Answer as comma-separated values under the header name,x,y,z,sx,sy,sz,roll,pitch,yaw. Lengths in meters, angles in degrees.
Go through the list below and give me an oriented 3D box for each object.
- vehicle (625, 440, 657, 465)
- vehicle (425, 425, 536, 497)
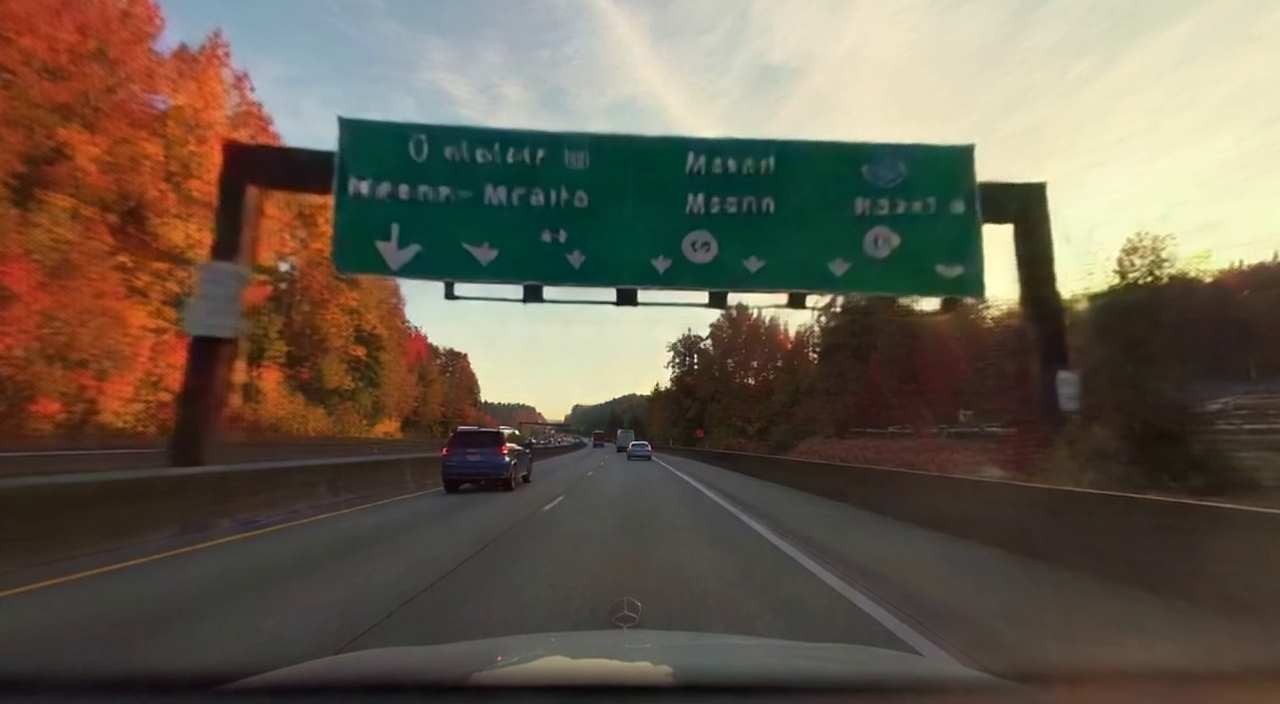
name,x,y,z,sx,sy,sz,roll,pitch,yaw
vehicle,0.024,6.438,40.509,1.939,1.497,3.863,0,-8,-1
vehicle,-4.183,2.929,17.288,1.924,1.720,4.195,0,-8,0
